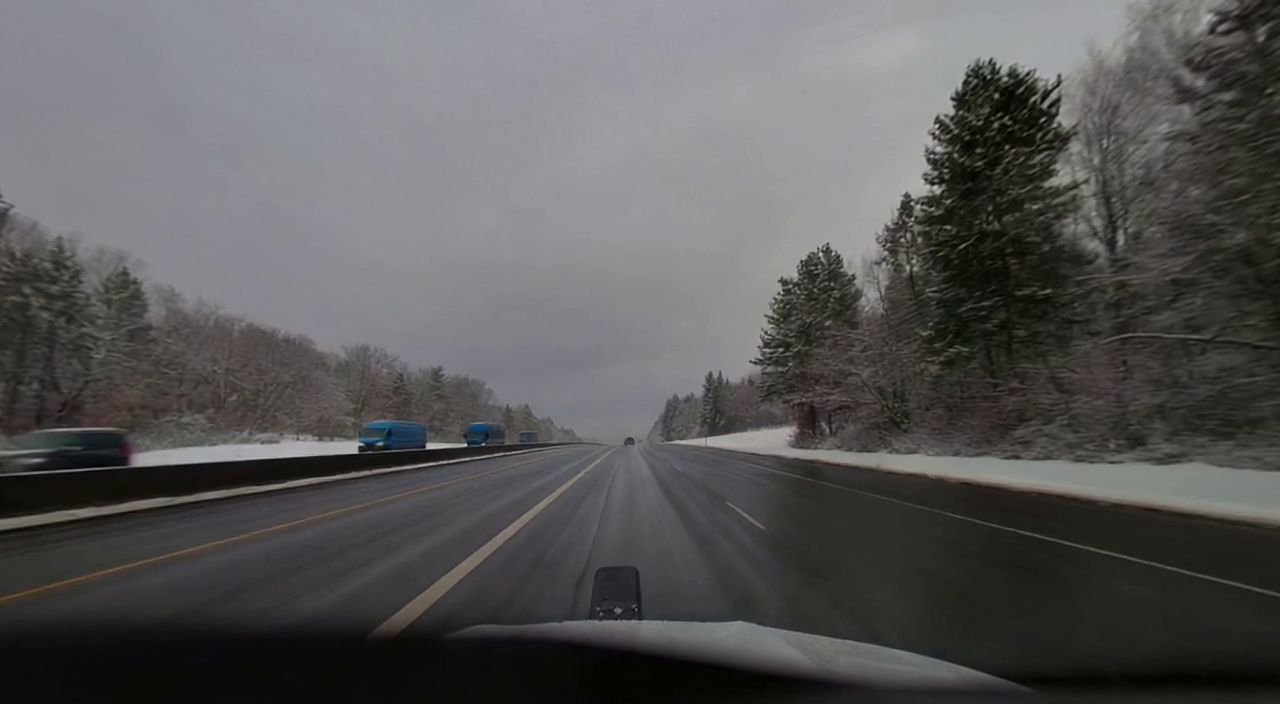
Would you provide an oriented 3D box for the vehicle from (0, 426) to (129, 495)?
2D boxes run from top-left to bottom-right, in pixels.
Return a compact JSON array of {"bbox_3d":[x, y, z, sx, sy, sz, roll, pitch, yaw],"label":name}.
[{"bbox_3d":[-19.722,3.379,19.933,2.226,1.973,5.740,0,-8,0],"label":"vehicle"}]
